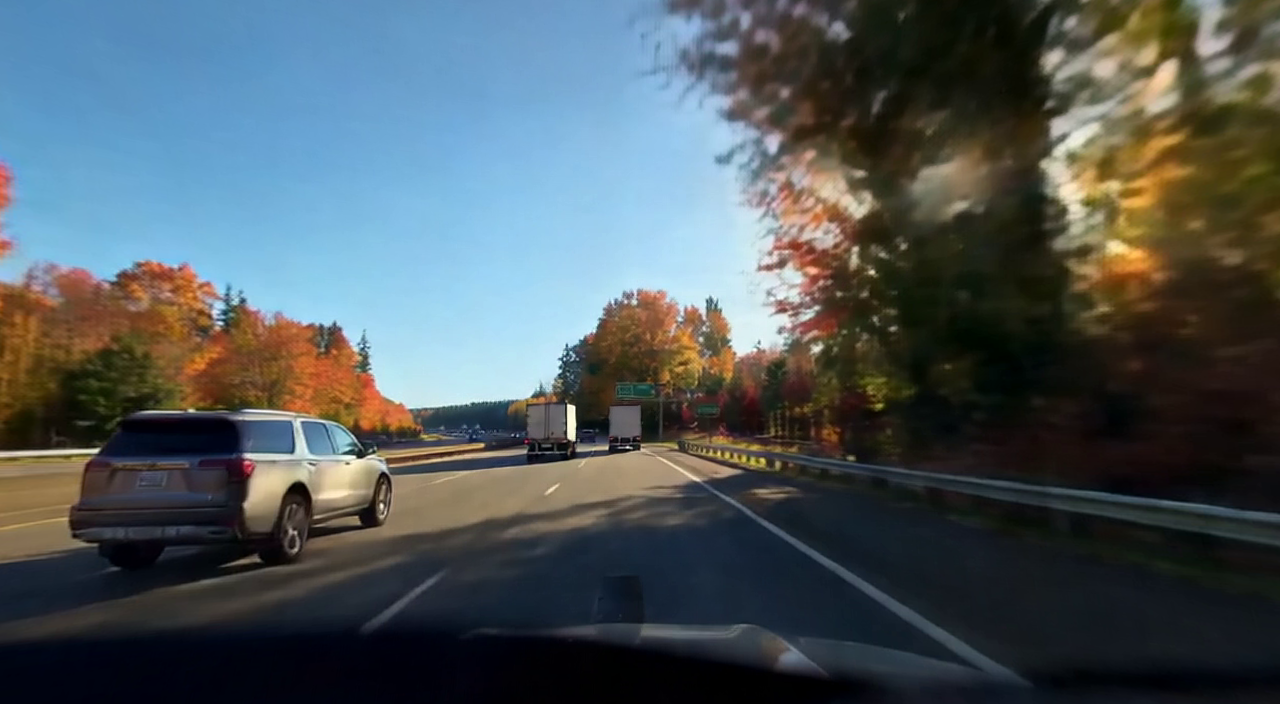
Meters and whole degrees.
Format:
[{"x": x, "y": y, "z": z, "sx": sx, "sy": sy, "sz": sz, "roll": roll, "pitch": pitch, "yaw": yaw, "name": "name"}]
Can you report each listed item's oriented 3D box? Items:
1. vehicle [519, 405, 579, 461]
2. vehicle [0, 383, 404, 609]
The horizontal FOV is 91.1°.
[{"x": -4.765, "y": 4.376, "z": 33.957, "sx": 2.383, "sy": 2.726, "sz": 5.677, "roll": 0, "pitch": -8, "yaw": 0, "name": "vehicle"}, {"x": -4.515, "y": 1.364, "z": 6.967, "sx": 2.089, "sy": 1.669, "sz": 4.515, "roll": 0, "pitch": -8, "yaw": -1, "name": "vehicle"}]
